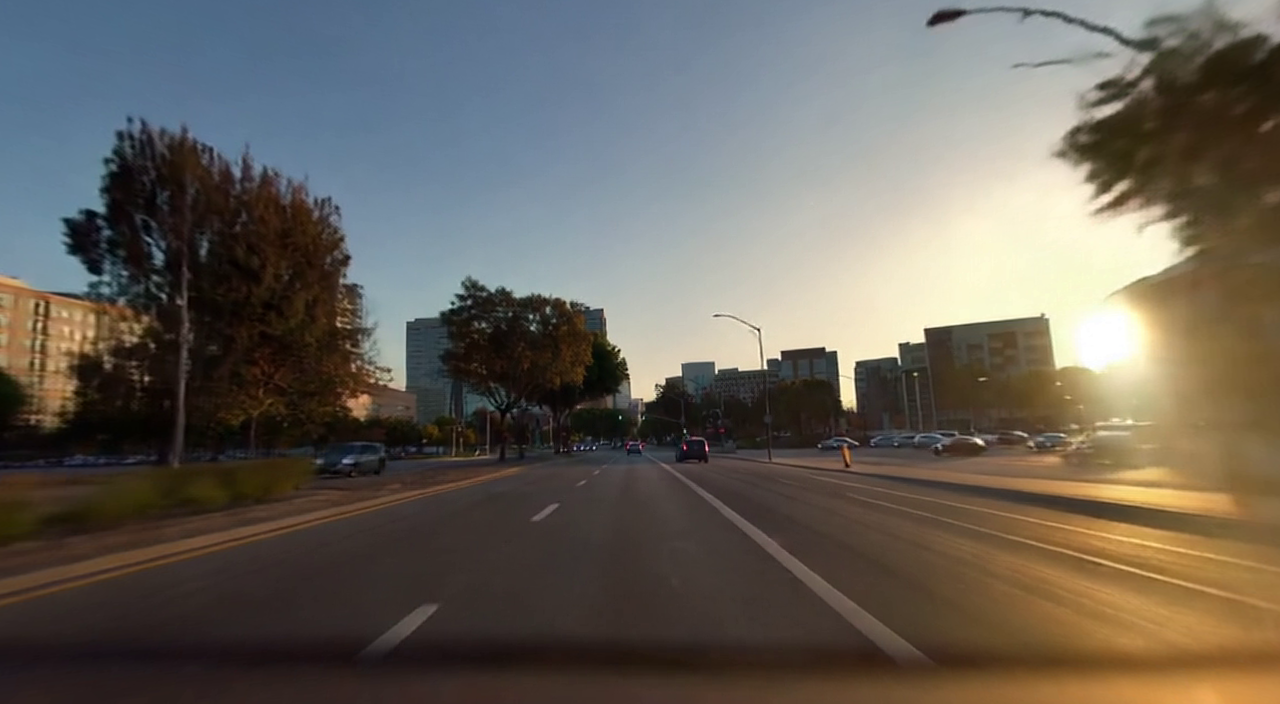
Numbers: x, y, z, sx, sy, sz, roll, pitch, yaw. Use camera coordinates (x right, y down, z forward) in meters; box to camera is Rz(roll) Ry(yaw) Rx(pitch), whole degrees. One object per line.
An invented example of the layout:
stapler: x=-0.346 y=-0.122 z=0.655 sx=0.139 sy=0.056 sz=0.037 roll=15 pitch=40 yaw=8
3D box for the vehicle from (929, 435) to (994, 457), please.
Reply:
vehicle: x=23.169 y=6.789 z=45.628 sx=3.661 sy=1.417 sz=1.783 roll=-1 pitch=-8 yaw=-1

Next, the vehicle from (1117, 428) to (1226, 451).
vehicle: x=34.512 y=5.688 z=41.104 sx=4.993 sy=1.444 sz=2.237 roll=-1 pitch=-8 yaw=2

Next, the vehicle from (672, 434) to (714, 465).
vehicle: x=3.198 y=5.999 z=39.081 sx=2.069 sy=1.761 sz=4.610 roll=0 pitch=-8 yaw=-1

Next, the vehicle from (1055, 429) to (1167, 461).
vehicle: x=22.970 y=4.543 z=30.940 sx=3.845 sy=1.471 sz=2.043 roll=0 pitch=-8 yaw=0

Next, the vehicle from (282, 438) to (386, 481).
vehicle: x=-12.773 y=4.470 z=26.753 sx=1.975 sy=1.638 sz=4.706 roll=0 pitch=-8 yaw=1
